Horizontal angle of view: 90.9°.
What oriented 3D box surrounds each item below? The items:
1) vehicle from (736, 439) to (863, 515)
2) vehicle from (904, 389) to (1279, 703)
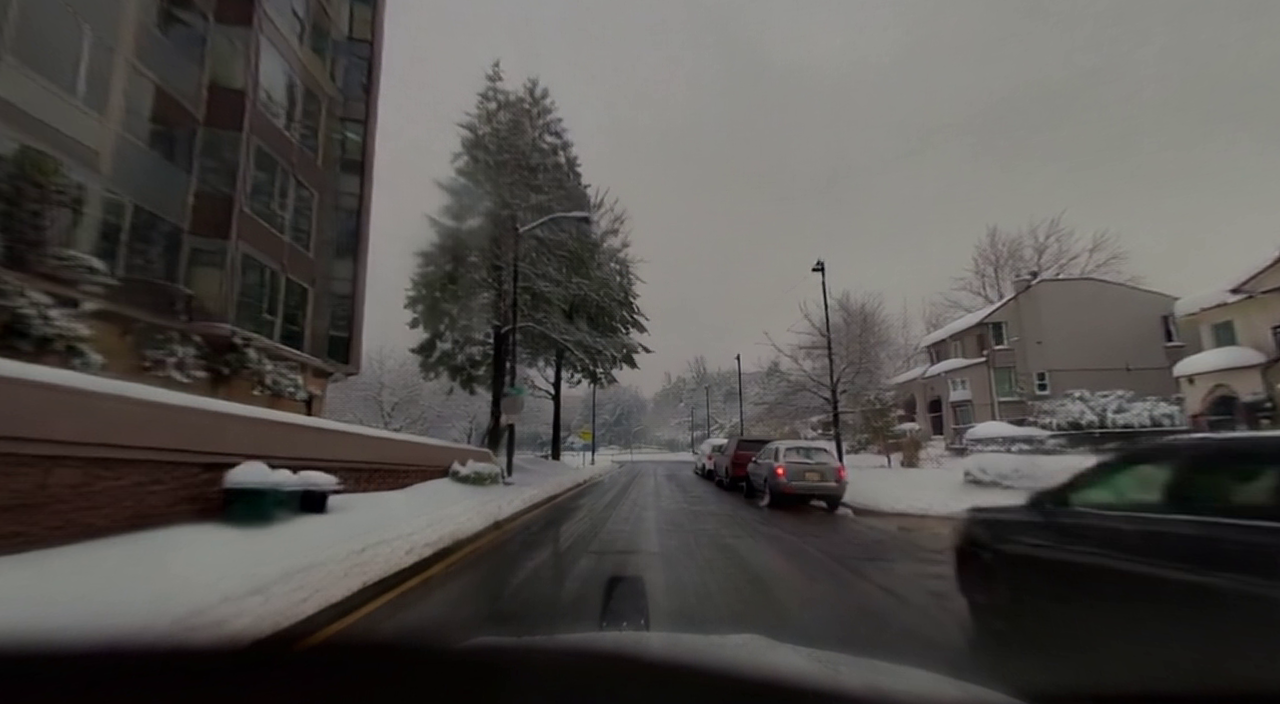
[{"bbox_3d":[3.434,2.763,14.475,1.848,1.442,4.425,-1,-9,2],"label":"vehicle"},{"bbox_3d":[3.200,0.966,2.802,2.024,1.475,4.565,0,-9,-1],"label":"vehicle"}]
